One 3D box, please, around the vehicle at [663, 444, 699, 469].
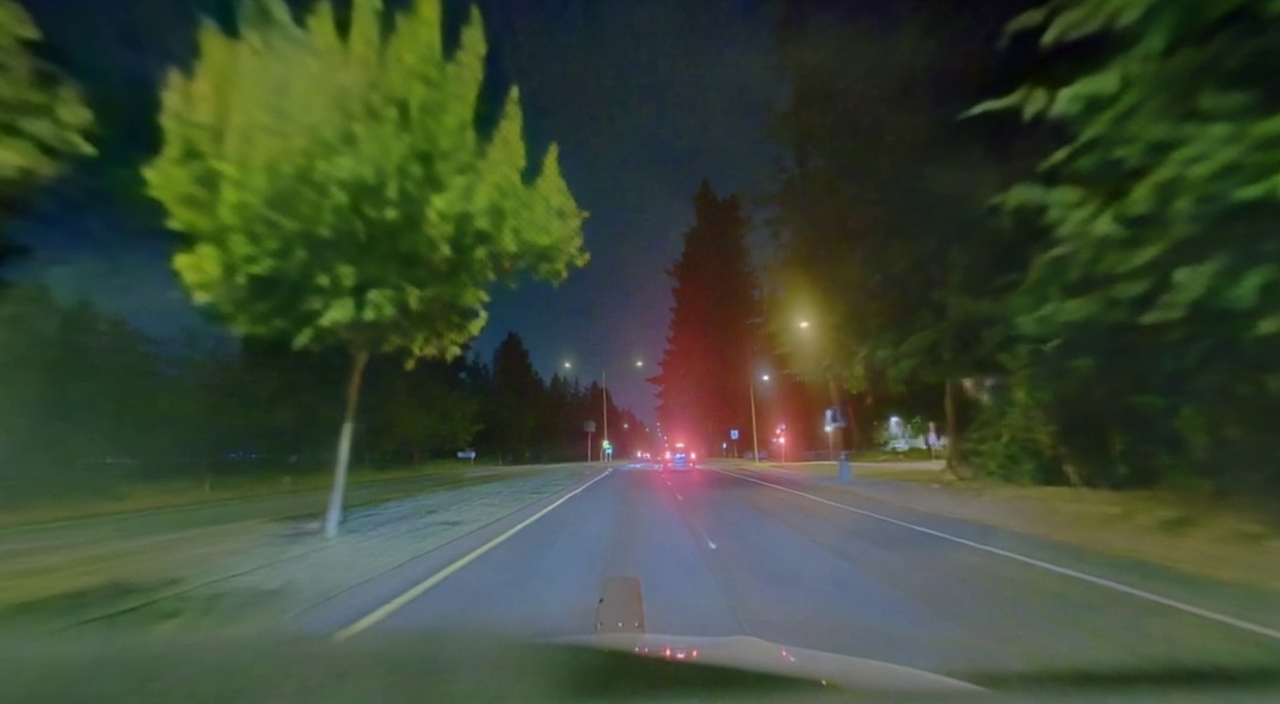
[{"bbox_3d":[2.629,6.835,41.280,2.044,1.537,4.528,0,-8,-1],"label":"vehicle"}]
